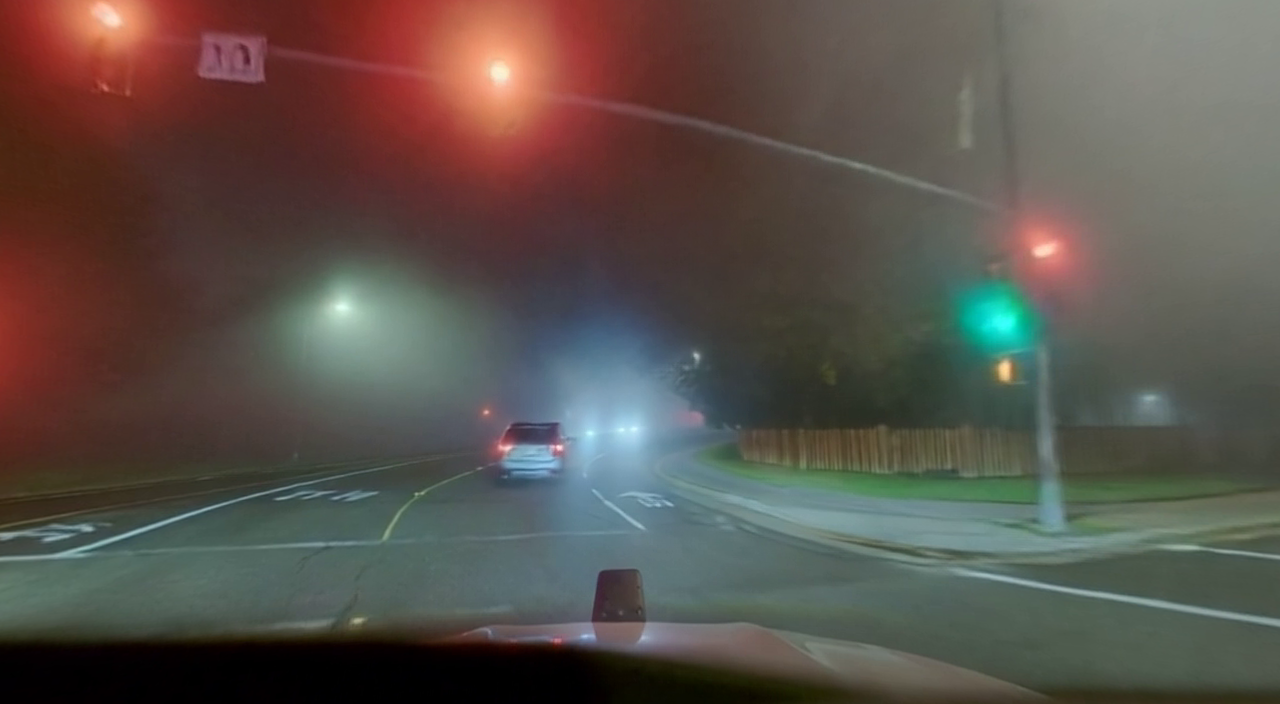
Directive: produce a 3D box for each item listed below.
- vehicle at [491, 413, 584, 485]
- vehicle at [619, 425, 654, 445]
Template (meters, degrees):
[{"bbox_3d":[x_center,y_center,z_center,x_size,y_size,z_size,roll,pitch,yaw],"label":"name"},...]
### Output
[{"bbox_3d":[-2.824,2.794,18.524,2.230,1.827,4.580,1,-8,-4],"label":"vehicle"},{"bbox_3d":[-0.201,6.383,48.332,1.929,1.476,4.655,-1,-8,9],"label":"vehicle"}]
